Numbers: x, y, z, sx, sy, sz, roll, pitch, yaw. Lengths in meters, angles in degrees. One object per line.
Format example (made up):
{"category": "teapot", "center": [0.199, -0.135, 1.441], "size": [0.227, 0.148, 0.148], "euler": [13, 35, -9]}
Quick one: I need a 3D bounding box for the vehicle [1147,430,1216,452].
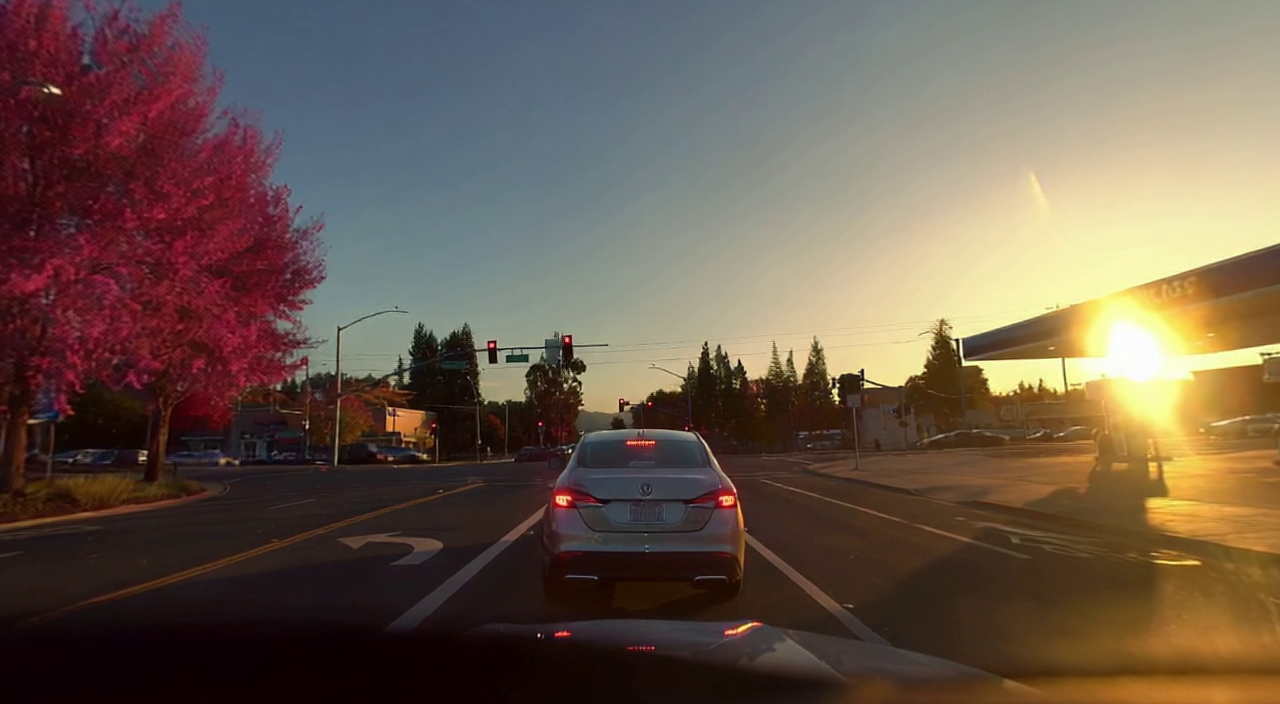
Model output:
{"category": "vehicle", "center": [40.947, 6.725, 47.694], "size": [3.573, 1.432, 1.604], "euler": [-3, -8, 1]}

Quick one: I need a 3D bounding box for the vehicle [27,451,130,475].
{"category": "vehicle", "center": [-37.986, 7.477, 42.748], "size": [1.889, 1.455, 4.813], "euler": [-6, -10, 34]}

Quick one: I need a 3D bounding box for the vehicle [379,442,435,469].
{"category": "vehicle", "center": [-17.391, 7.685, 46.893], "size": [4.660, 1.867, 2.019], "euler": [-8, -11, 43]}

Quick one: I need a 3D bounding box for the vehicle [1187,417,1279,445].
{"category": "vehicle", "center": [36.319, 4.862, 38.489], "size": [1.848, 1.581, 4.475], "euler": [0, -8, 2]}

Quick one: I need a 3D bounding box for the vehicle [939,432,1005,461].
{"category": "vehicle", "center": [18.391, 5.238, 34.846], "size": [2.053, 1.495, 4.091], "euler": [-8, -12, 44]}

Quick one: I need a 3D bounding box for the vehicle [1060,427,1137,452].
{"category": "vehicle", "center": [34.770, 6.621, 47.865], "size": [4.294, 1.557, 1.744], "euler": [-4, -8, 1]}

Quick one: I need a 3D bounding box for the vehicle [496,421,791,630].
{"category": "vehicle", "center": [0.014, 1.546, 6.621], "size": [2.112, 1.482, 4.057], "euler": [0, -8, 0]}
